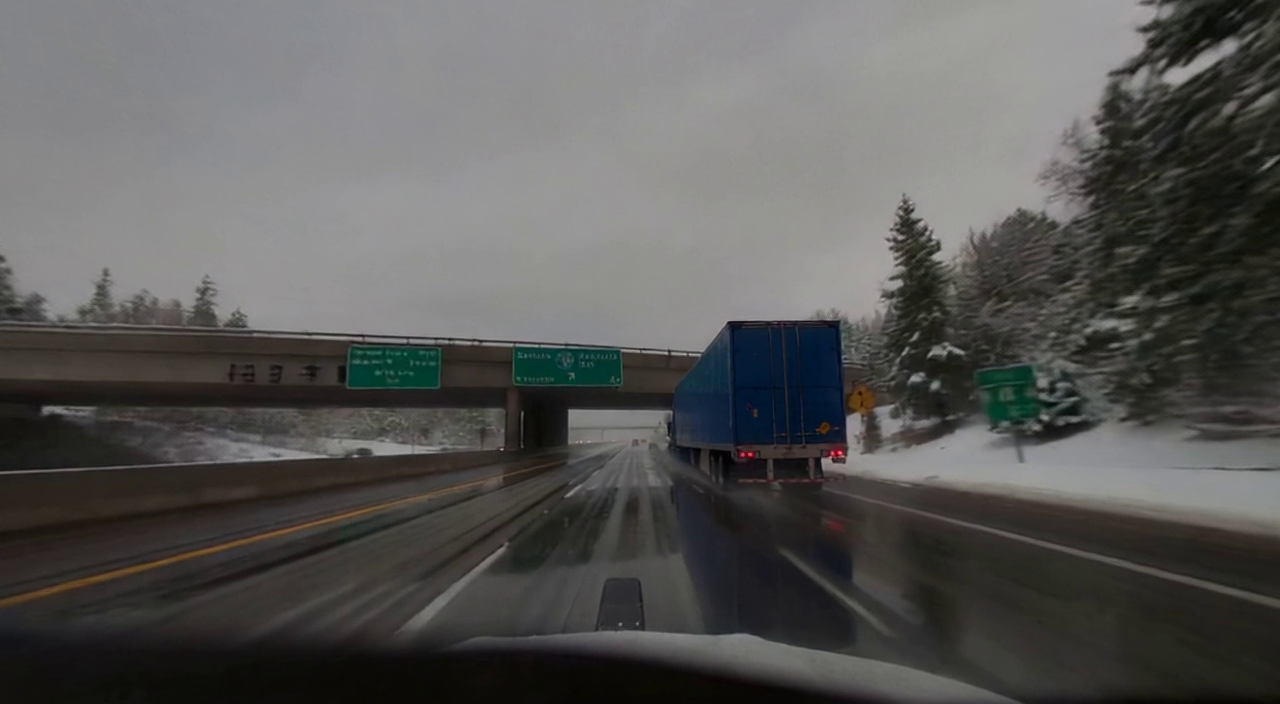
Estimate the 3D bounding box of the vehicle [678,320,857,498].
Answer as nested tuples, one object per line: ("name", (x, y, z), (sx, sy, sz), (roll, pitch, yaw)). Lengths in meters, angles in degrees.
("vehicle", (3.435, 2.541, 22.912), (2.743, 4.160, 16.408), (0, -9, -1))
